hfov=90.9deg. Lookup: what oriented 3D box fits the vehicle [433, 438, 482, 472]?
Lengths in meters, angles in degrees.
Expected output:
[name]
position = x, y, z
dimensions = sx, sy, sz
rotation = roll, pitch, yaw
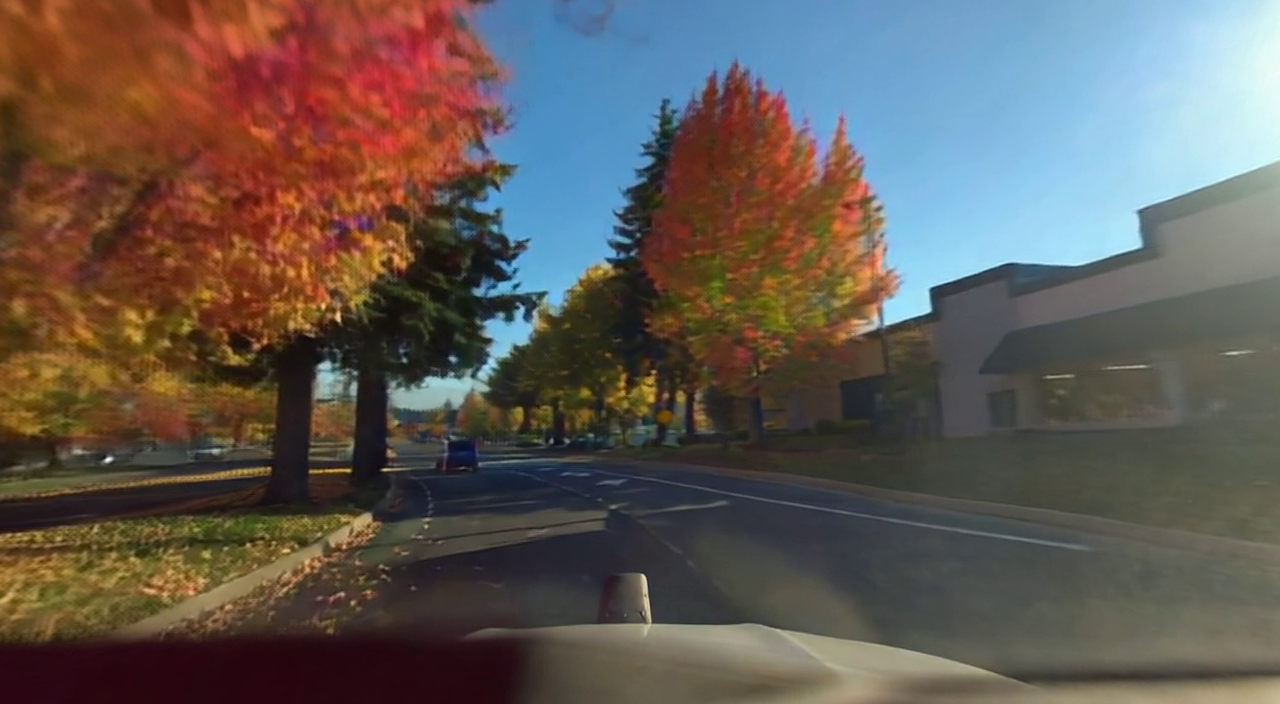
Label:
[vehicle]
position = -10.577, 5.860, 36.221
dimensions = 2.146, 1.814, 5.110
rotation = 3, -9, -21
